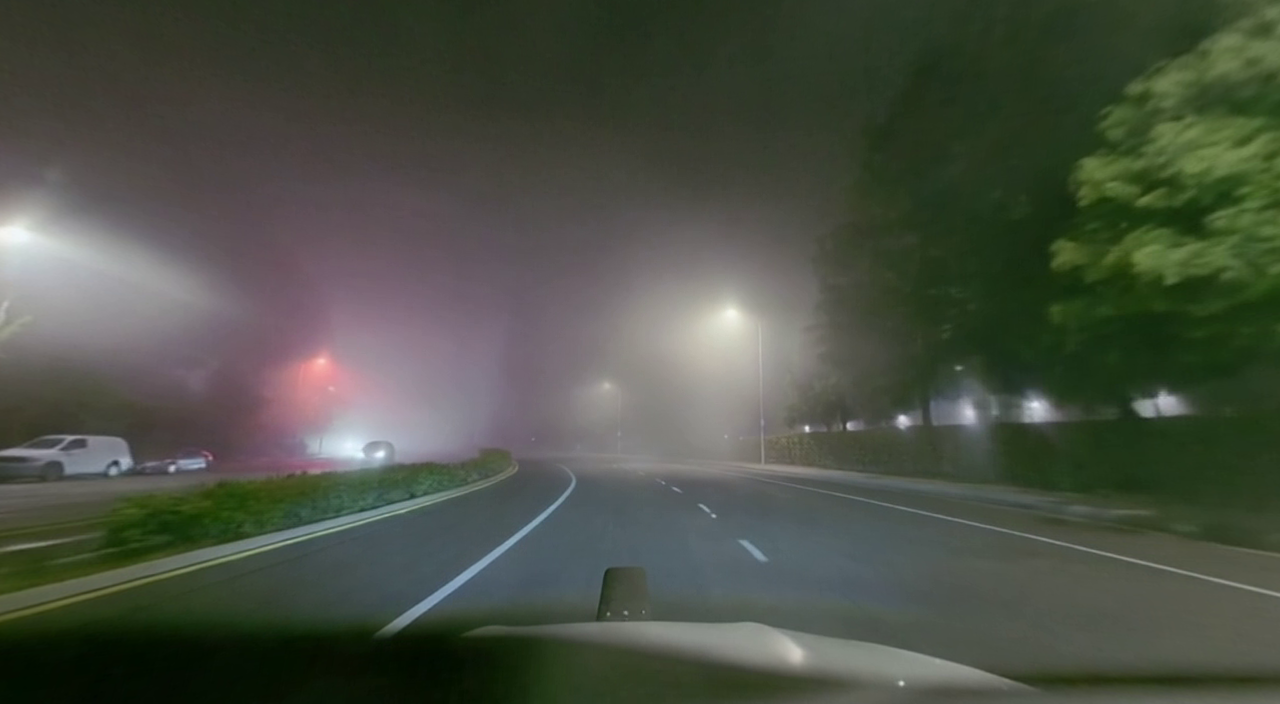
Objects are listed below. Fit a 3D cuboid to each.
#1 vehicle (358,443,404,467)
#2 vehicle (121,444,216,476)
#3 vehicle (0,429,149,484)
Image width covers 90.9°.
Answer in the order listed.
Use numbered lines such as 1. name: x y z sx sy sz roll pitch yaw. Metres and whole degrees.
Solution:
1. vehicle: -17.644 6.994 43.062 1.987 1.489 4.389 1 -9 -11
2. vehicle: -23.236 5.296 31.274 1.844 1.452 4.362 1 -8 -8
3. vehicle: -22.392 4.077 24.942 2.387 1.951 4.827 1 -8 -7
